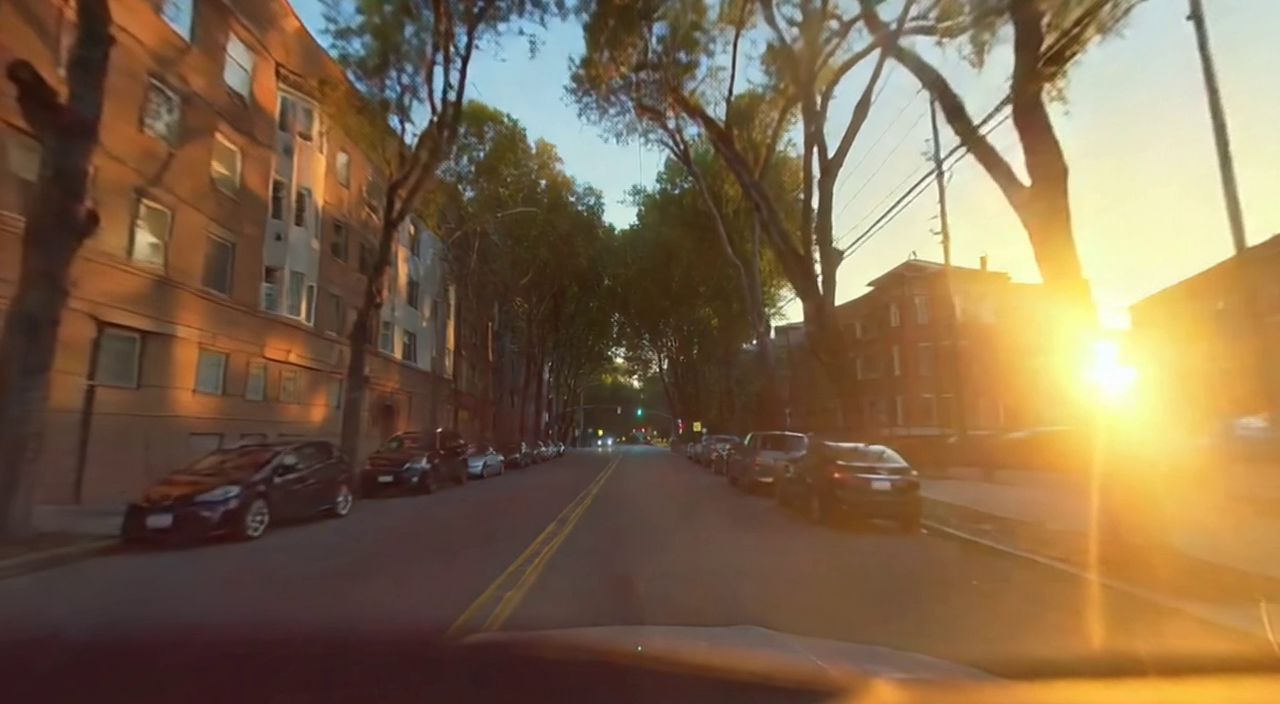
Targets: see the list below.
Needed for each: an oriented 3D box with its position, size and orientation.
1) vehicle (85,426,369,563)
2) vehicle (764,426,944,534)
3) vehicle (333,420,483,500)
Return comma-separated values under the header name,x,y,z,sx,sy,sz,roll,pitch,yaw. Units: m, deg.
name,x,y,z,sx,sy,sz,roll,pitch,yaw
vehicle,-6.376,2.130,10.498,1.763,1.612,4.462,-5,-7,-1
vehicle,3.805,2.300,12.241,1.924,1.657,4.665,0,-7,1
vehicle,-6.166,2.882,17.554,2.175,1.849,4.725,-2,-7,3
